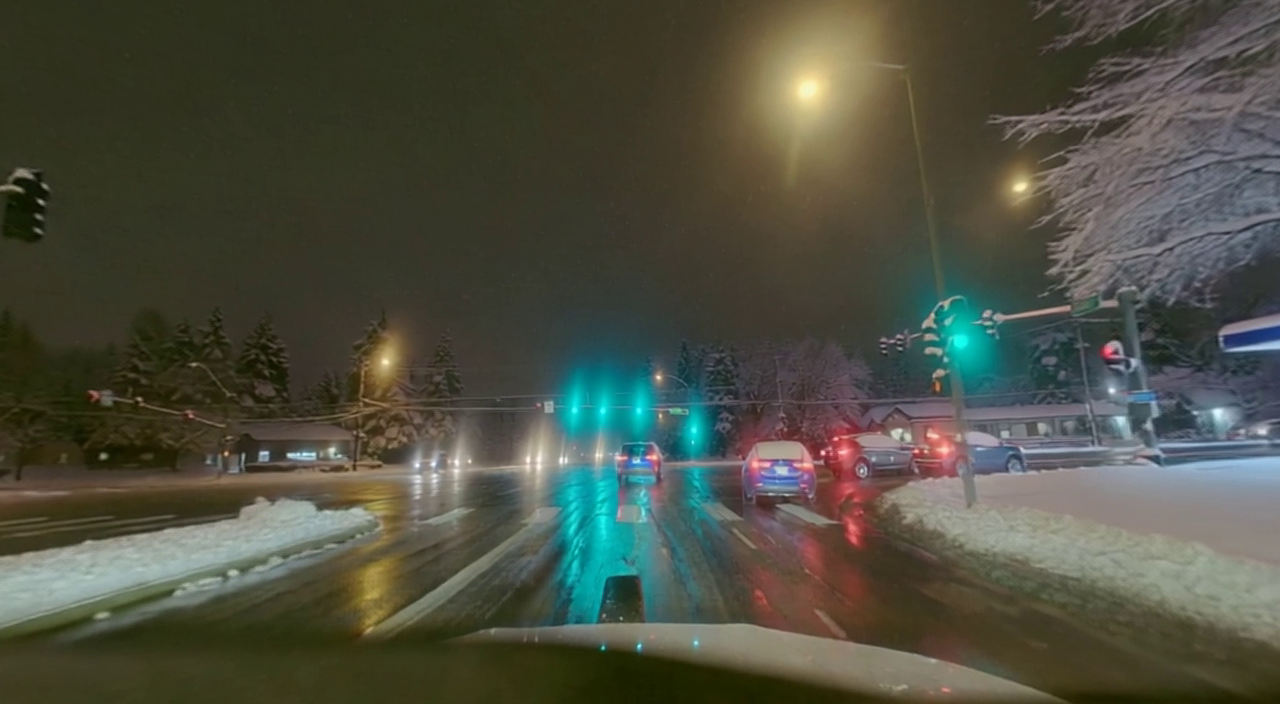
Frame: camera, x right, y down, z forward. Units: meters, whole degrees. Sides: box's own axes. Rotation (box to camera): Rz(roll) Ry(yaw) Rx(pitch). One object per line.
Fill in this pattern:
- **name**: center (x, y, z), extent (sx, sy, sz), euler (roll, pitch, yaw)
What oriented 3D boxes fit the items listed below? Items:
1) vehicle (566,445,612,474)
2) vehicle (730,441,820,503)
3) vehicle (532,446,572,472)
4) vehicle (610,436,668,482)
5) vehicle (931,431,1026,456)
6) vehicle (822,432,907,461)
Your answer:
- **vehicle**: center (-2.751, 5.905, 34.868), extent (2.003, 1.492, 4.291), euler (-1, -9, 3)
- **vehicle**: center (3.846, 3.229, 17.467), extent (1.976, 1.462, 4.342), euler (-3, -9, 17)
- **vehicle**: center (-6.042, 7.371, 43.917), extent (2.018, 1.692, 4.226), euler (-1, -9, 2)
- **vehicle**: center (0.002, 4.439, 26.433), extent (2.210, 1.722, 4.215), euler (0, -9, 1)
- **vehicle**: center (20.625, 5.603, 38.630), extent (4.700, 1.417, 1.789), euler (-1, -9, 2)
- **vehicle**: center (13.746, 5.807, 38.908), extent (4.524, 1.681, 1.823), euler (0, -9, -1)
